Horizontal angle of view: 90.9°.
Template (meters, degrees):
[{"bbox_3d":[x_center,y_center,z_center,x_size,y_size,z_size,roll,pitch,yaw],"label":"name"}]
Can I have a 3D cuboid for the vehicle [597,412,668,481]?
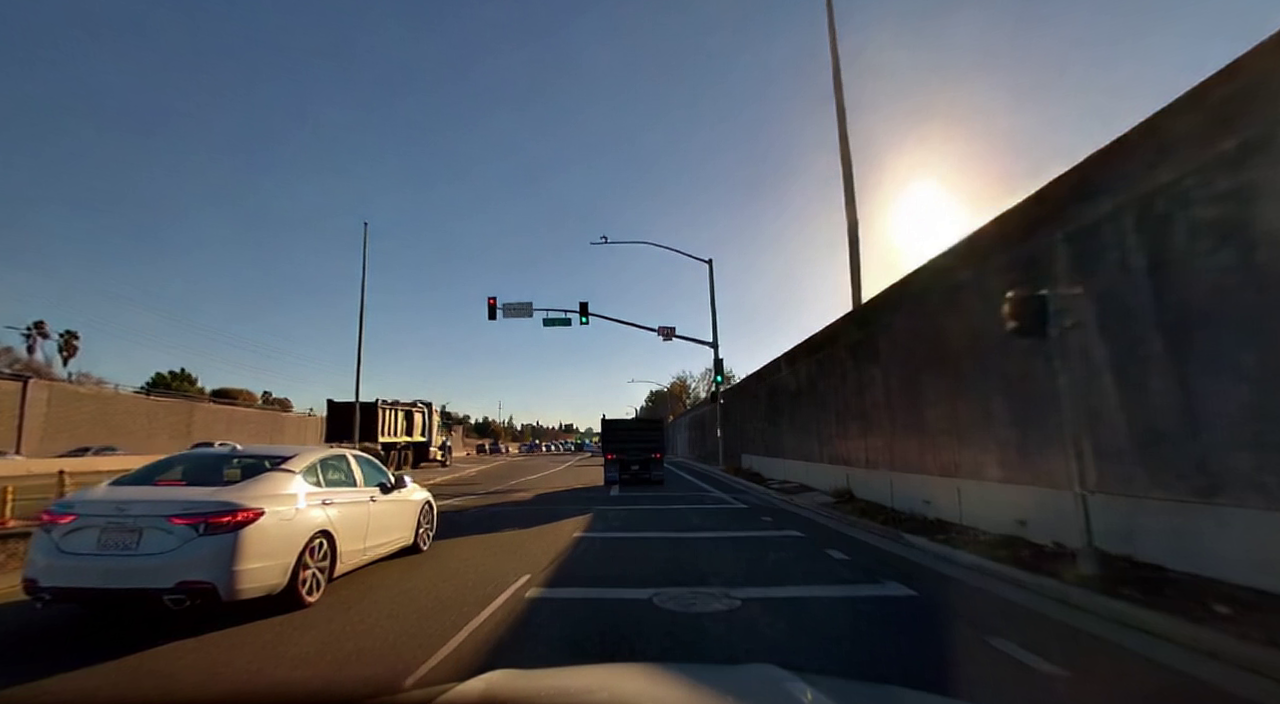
[{"bbox_3d":[-0.345,3.553,23.830,2.355,2.305,5.336,0,-9,-2],"label":"vehicle"}]

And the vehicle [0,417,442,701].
[{"bbox_3d":[-3.710,1.462,5.882,2.019,1.480,4.966,0,-8,1],"label":"vehicle"}]
